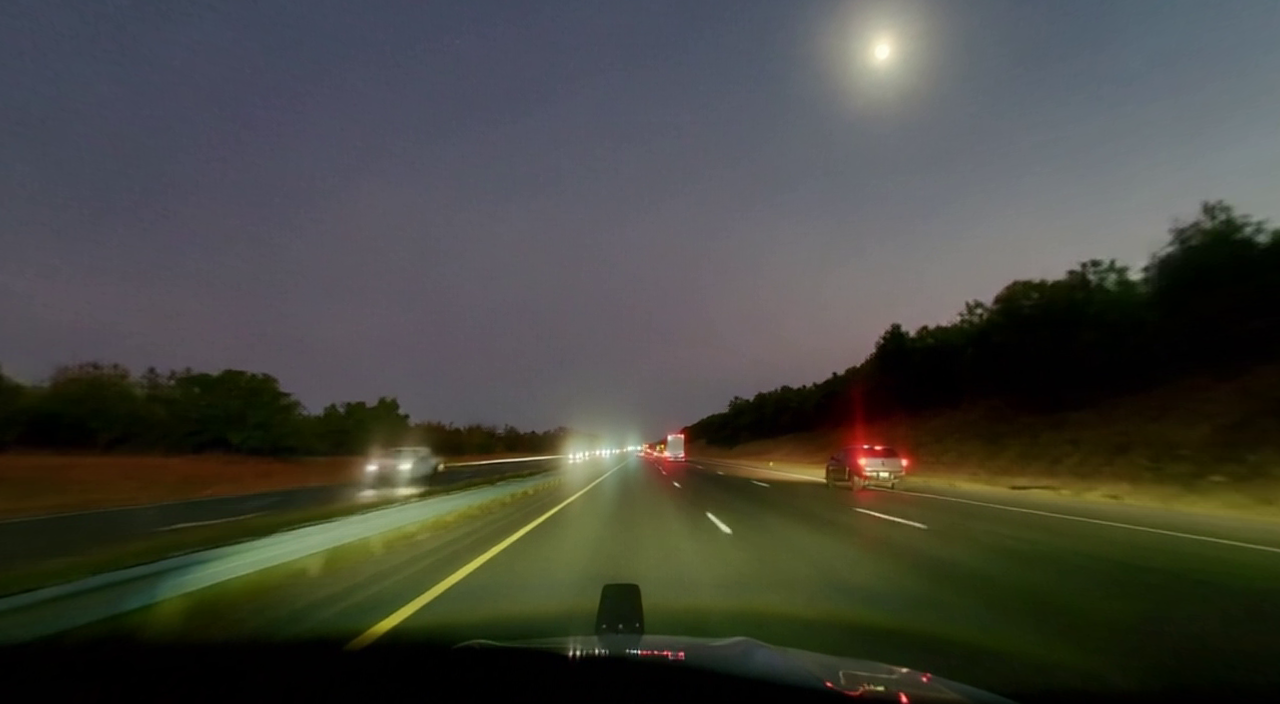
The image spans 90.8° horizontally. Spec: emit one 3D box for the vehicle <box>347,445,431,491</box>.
[{"bbox_3d":[-12.013,5.537,30.600,2.112,2.012,4.787,0,-9,0],"label":"vehicle"}]
